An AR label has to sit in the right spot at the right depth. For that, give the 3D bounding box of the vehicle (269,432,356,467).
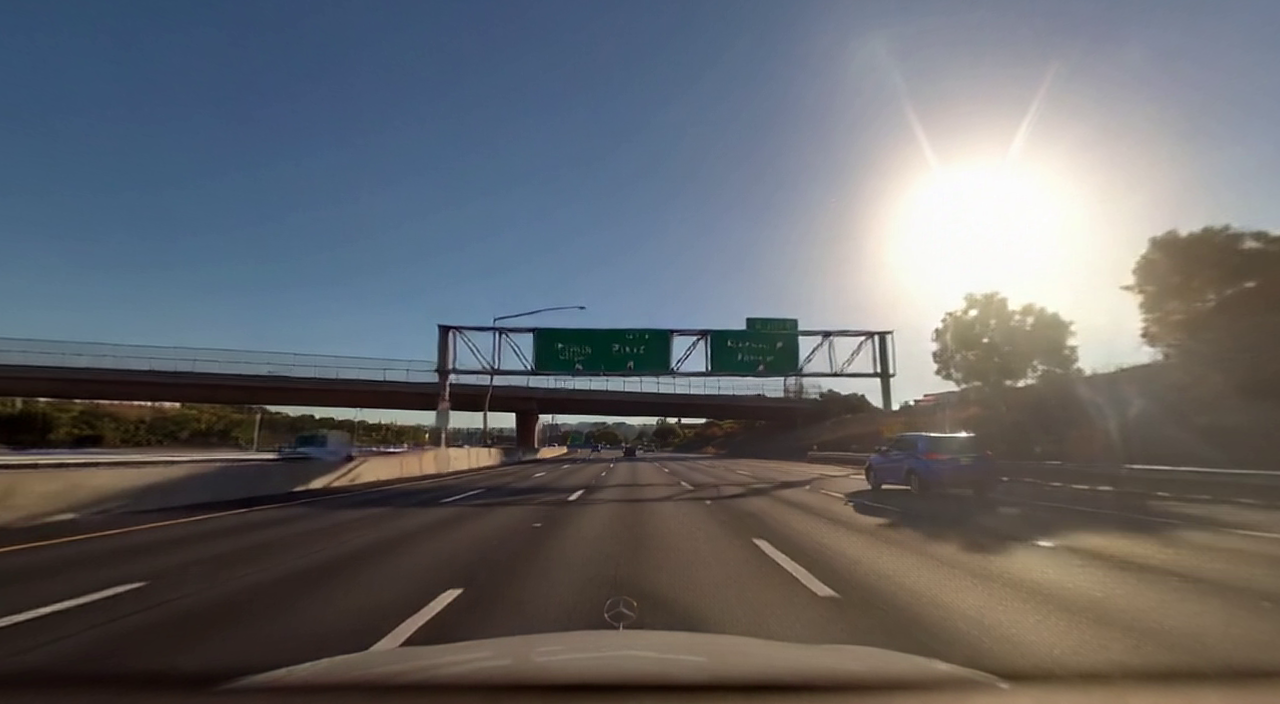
[{"bbox_3d":[-19.332,5.796,37.503,2.232,1.919,5.412,0,-9,0],"label":"vehicle"}]

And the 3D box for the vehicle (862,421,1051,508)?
[{"bbox_3d":[7.094,2.577,14.774,2.091,1.711,4.383,0,-9,-1],"label":"vehicle"}]
